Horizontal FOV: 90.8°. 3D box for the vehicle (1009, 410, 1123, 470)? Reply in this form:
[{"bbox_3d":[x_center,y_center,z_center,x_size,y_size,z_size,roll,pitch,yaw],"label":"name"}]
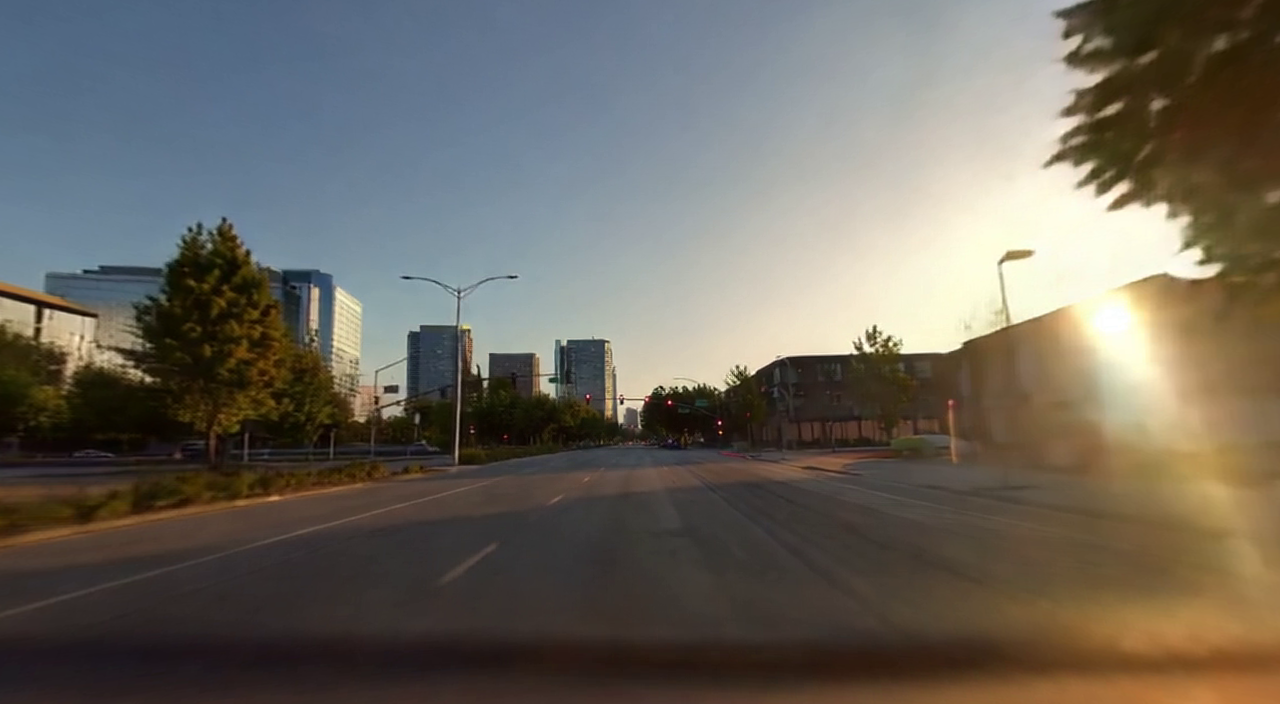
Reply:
[{"bbox_3d":[16.380,3.439,24.507,1.951,2.131,3.345,1,-9,-1],"label":"vehicle"}]
